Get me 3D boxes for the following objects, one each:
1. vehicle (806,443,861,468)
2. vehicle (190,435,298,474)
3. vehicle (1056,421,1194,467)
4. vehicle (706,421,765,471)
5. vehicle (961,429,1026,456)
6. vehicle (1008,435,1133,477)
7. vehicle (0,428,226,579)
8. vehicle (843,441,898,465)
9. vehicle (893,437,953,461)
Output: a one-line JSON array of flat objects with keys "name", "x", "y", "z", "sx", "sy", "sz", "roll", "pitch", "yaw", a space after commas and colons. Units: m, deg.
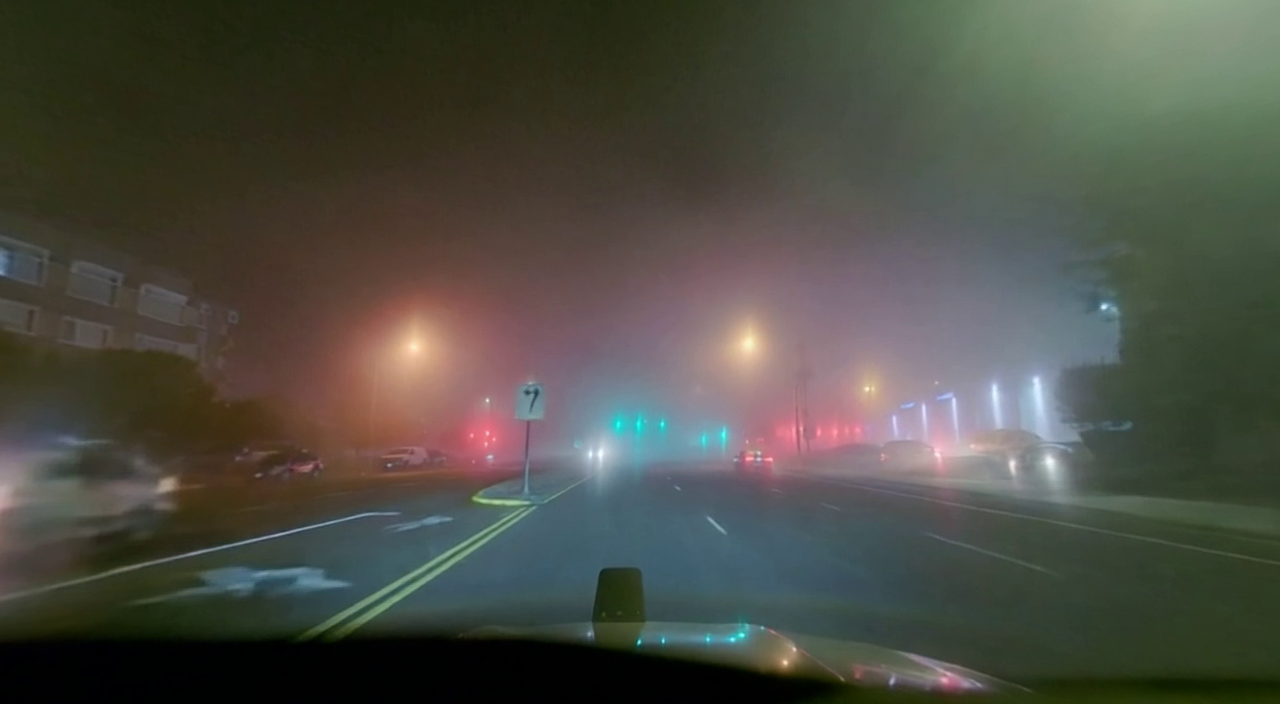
[{"name": "vehicle", "x": 12.794, "y": 6.874, "z": 42.010, "sx": 2.079, "sy": 1.541, "sz": 4.801, "roll": 0, "pitch": -9, "yaw": -1}, {"name": "vehicle", "x": -27.017, "y": 7.000, "z": 43.090, "sx": 5.877, "sy": 2.508, "sz": 2.394, "roll": -1, "pitch": -9, "yaw": 6}, {"name": "vehicle", "x": 20.244, "y": 3.907, "z": 26.581, "sx": 2.012, "sy": 1.709, "sz": 4.574, "roll": -2, "pitch": -9, "yaw": -2}, {"name": "vehicle", "x": 6.564, "y": 6.663, "z": 44.611, "sx": 2.802, "sy": 3.208, "sz": 7.459, "roll": 0, "pitch": -9, "yaw": -1}, {"name": "vehicle", "x": 23.974, "y": 6.177, "z": 42.871, "sx": 1.888, "sy": 1.678, "sz": 4.074, "roll": 1, "pitch": -9, "yaw": -3}, {"name": "vehicle", "x": 17.648, "y": 4.240, "z": 26.129, "sx": 1.957, "sy": 1.501, "sz": 4.308, "roll": -2, "pitch": -7, "yaw": -3}, {"name": "vehicle", "x": -8.078, "y": 1.904, "z": 8.470, "sx": 2.013, "sy": 1.646, "sz": 4.325, "roll": 0, "pitch": -9, "yaw": 0}, {"name": "vehicle", "x": 15.629, "y": 6.899, "z": 42.912, "sx": 1.899, "sy": 1.517, "sz": 4.378, "roll": 1, "pitch": -9, "yaw": -3}, {"name": "vehicle", "x": 19.017, "y": 6.572, "z": 42.589, "sx": 1.882, "sy": 1.537, "sz": 4.418, "roll": 0, "pitch": -9, "yaw": -2}]
